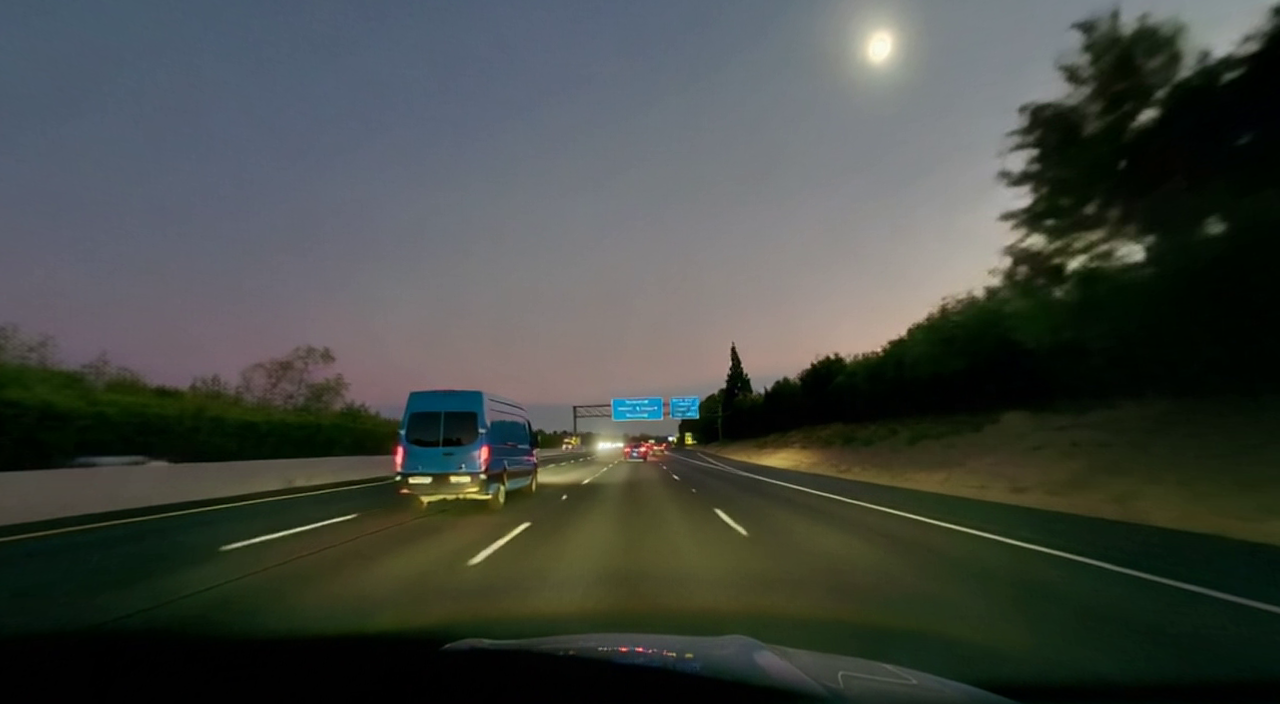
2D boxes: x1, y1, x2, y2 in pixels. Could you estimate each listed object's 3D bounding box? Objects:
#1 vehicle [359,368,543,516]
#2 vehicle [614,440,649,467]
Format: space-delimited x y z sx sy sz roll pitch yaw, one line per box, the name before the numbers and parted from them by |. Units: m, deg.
vehicle | -3.942 2.100 14.695 2.382 2.736 5.982 0 -9 0
vehicle | -0.532 6.671 41.371 2.183 1.662 3.968 0 -9 0
